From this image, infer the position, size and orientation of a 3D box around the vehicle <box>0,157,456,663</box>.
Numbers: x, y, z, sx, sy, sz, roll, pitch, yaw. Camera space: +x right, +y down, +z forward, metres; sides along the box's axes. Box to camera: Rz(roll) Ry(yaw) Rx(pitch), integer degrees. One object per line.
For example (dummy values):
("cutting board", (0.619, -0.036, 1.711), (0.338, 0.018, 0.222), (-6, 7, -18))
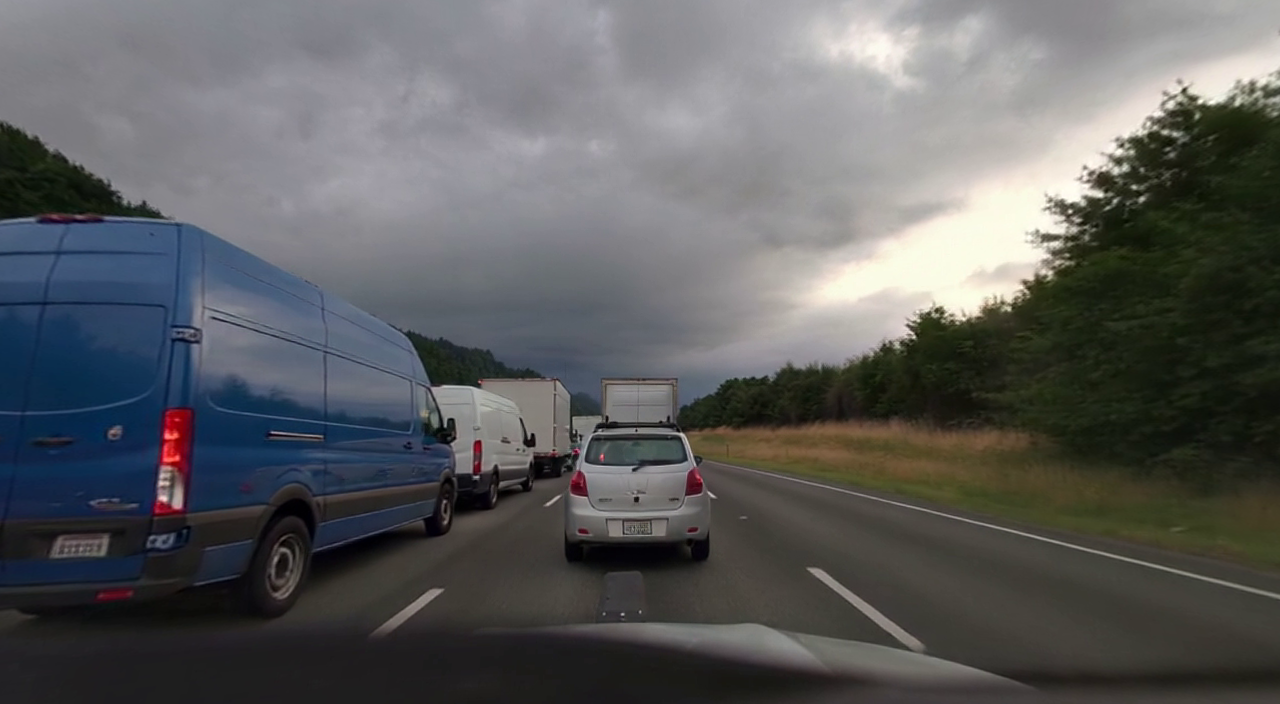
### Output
("vehicle", (-4.045, 0.758, 6.871), (2.254, 2.879, 6.656), (0, -9, -2))

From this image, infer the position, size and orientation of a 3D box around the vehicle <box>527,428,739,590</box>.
("vehicle", (-0.094, 1.748, 7.715), (1.995, 1.495, 3.380), (0, -9, -1))
